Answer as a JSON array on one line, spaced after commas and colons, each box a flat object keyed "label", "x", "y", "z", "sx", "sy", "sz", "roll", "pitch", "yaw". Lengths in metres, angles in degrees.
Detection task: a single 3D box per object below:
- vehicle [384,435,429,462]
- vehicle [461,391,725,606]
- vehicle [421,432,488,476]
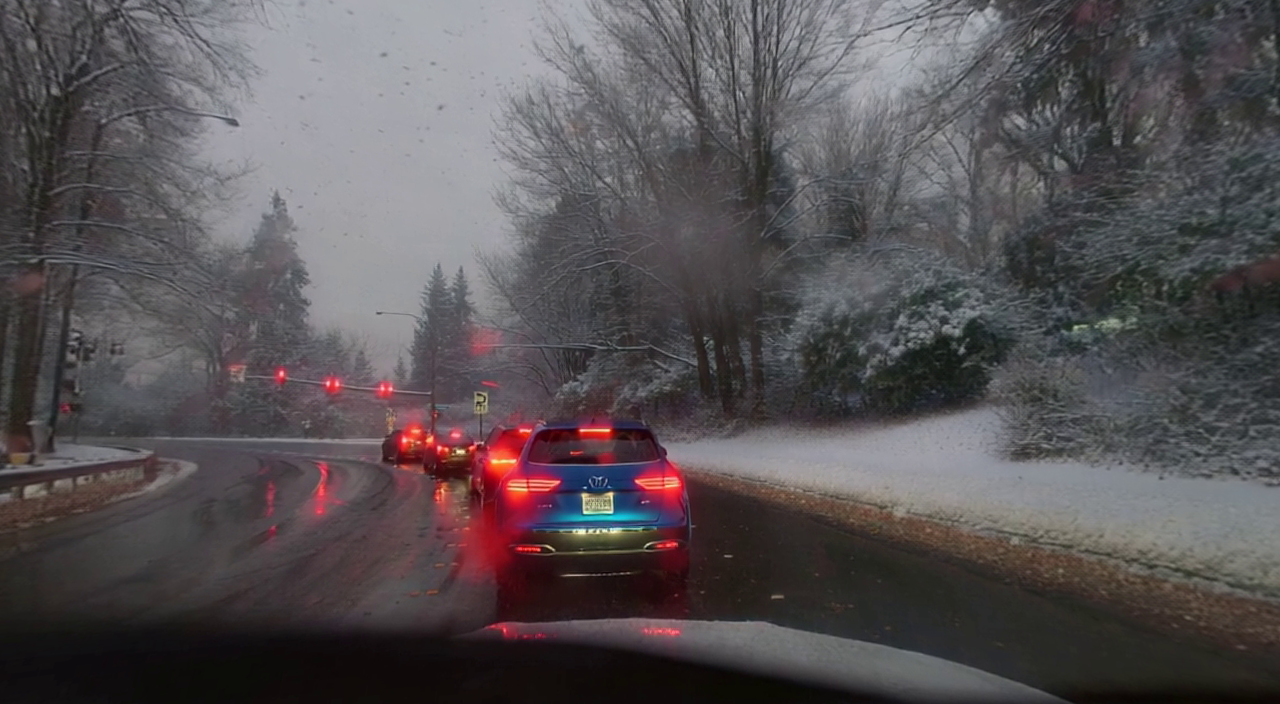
[{"label": "vehicle", "x": -13.758, "y": 5.641, "z": 36.912, "sx": 1.863, "sy": 1.488, "sz": 4.426, "roll": 4, "pitch": -9, "yaw": -27}, {"label": "vehicle", "x": -0.680, "y": 1.460, "z": 7.204, "sx": 2.134, "sy": 1.671, "sz": 4.147, "roll": 1, "pitch": -8, "yaw": -9}, {"label": "vehicle", "x": -7.283, "y": 3.939, "z": 24.486, "sx": 1.902, "sy": 1.536, "sz": 3.662, "roll": 4, "pitch": -9, "yaw": -25}]
